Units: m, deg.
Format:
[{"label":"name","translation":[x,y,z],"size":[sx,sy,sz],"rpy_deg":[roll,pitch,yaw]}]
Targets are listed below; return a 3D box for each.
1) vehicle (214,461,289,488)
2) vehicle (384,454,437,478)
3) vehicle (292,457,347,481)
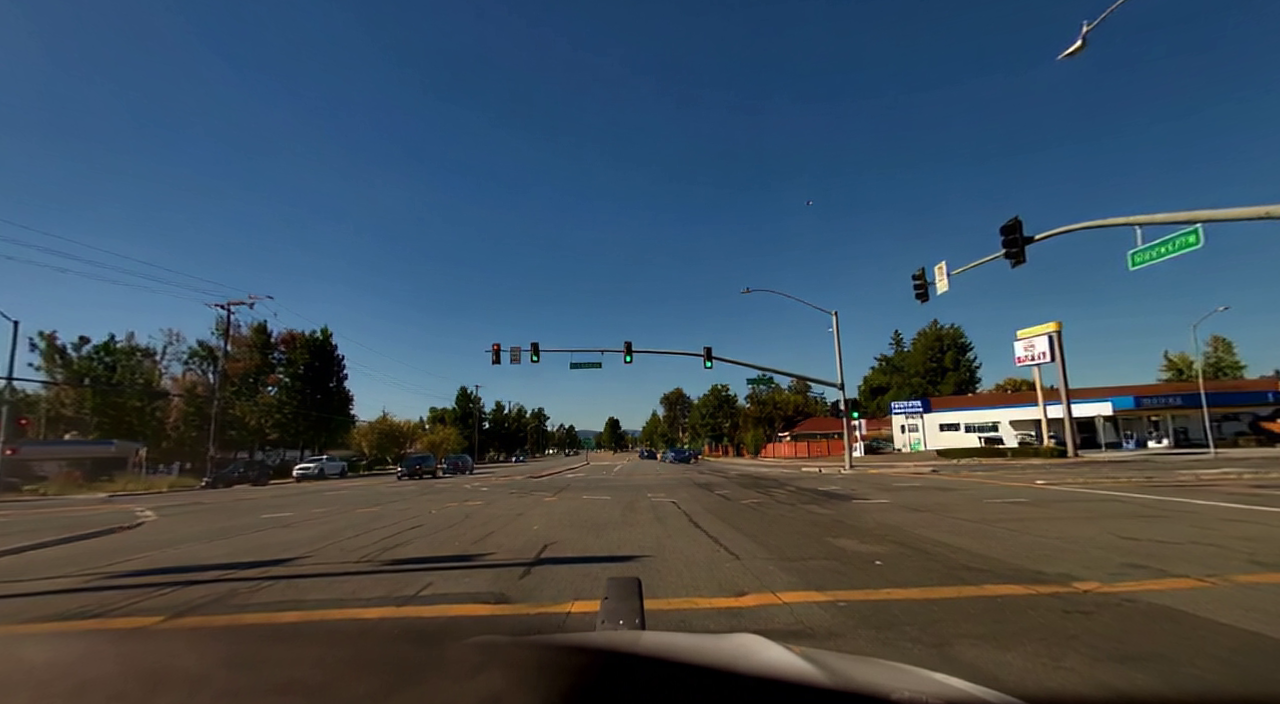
[{"label":"vehicle","translation":[-24.695,7.777,40.358],"size":[1.895,1.483,4.790],"rpy_deg":[0,-9,-2]},{"label":"vehicle","translation":[-15.331,7.630,42.520],"size":[1.920,1.434,4.328],"rpy_deg":[0,-9,0]},{"label":"vehicle","translation":[-24.785,9.022,49.027],"size":[2.098,1.684,4.388],"rpy_deg":[0,-9,-2]}]
